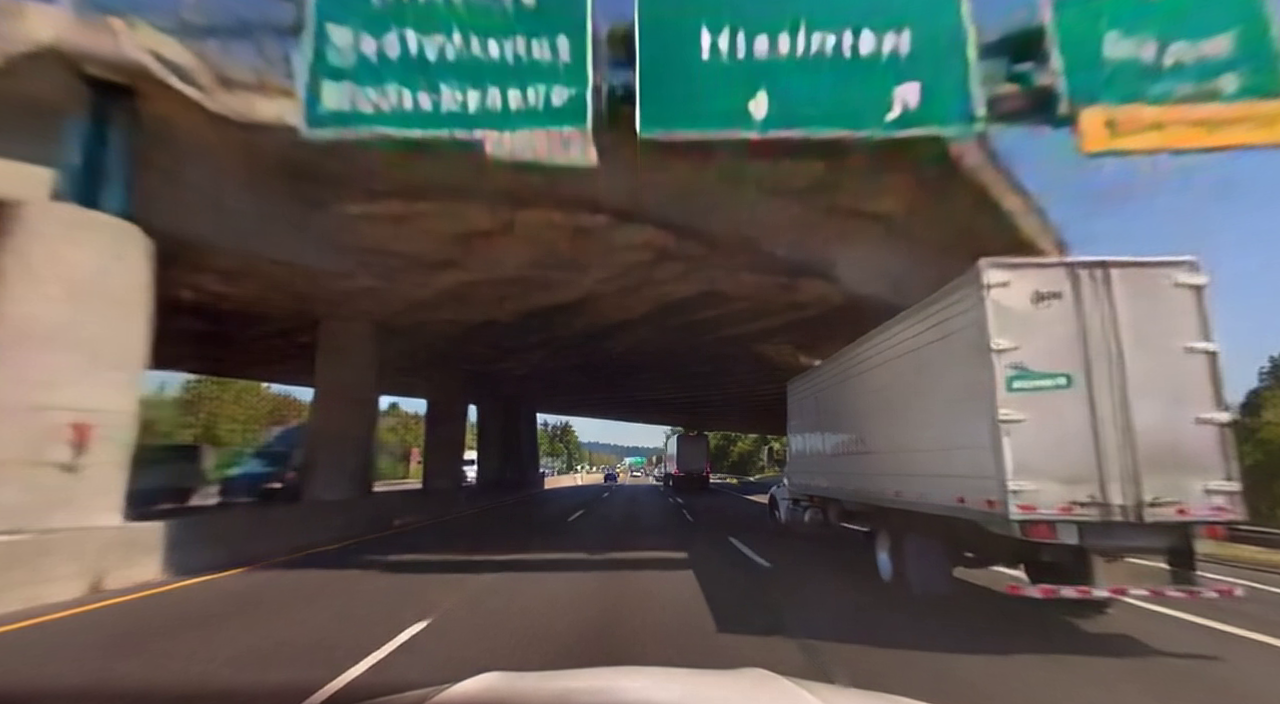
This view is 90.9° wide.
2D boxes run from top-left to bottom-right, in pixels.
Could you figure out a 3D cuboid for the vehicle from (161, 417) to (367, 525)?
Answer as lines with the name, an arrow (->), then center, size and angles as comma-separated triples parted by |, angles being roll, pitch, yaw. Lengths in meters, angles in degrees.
vehicle -> -12.898, 4.224, 22.630 | 2.817, 3.169, 7.128 | 1, -10, 0
